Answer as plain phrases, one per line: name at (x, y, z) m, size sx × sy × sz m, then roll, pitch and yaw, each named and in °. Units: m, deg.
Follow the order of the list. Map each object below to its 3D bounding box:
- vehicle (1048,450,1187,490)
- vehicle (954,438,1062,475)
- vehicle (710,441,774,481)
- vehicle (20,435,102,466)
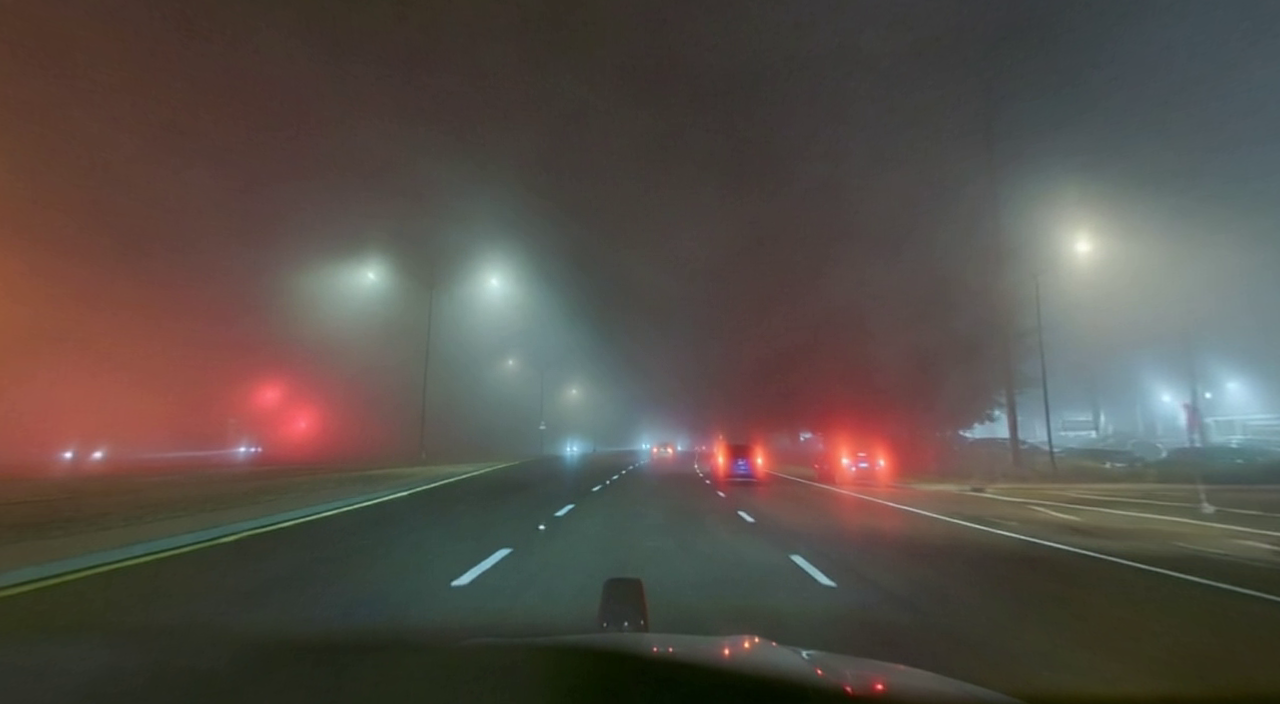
vehicle at (19.449, 4.778, 25.905) m, size 1.696 × 1.398 × 4.190 m, roll 3°, pitch -9°, yaw -21°
vehicle at (22.045, 6.209, 37.788) m, size 5.456 × 1.919 × 2.222 m, roll 0°, pitch -8°, yaw -14°
vehicle at (4.184, 4.539, 26.483) m, size 1.981 × 1.499 × 4.536 m, roll 0°, pitch -9°, yaw 1°
vehicle at (-42.012, 7.151, 45.891) m, size 2.142 × 2.071 × 5.381 m, roll 3°, pitch -9°, yaw -17°
